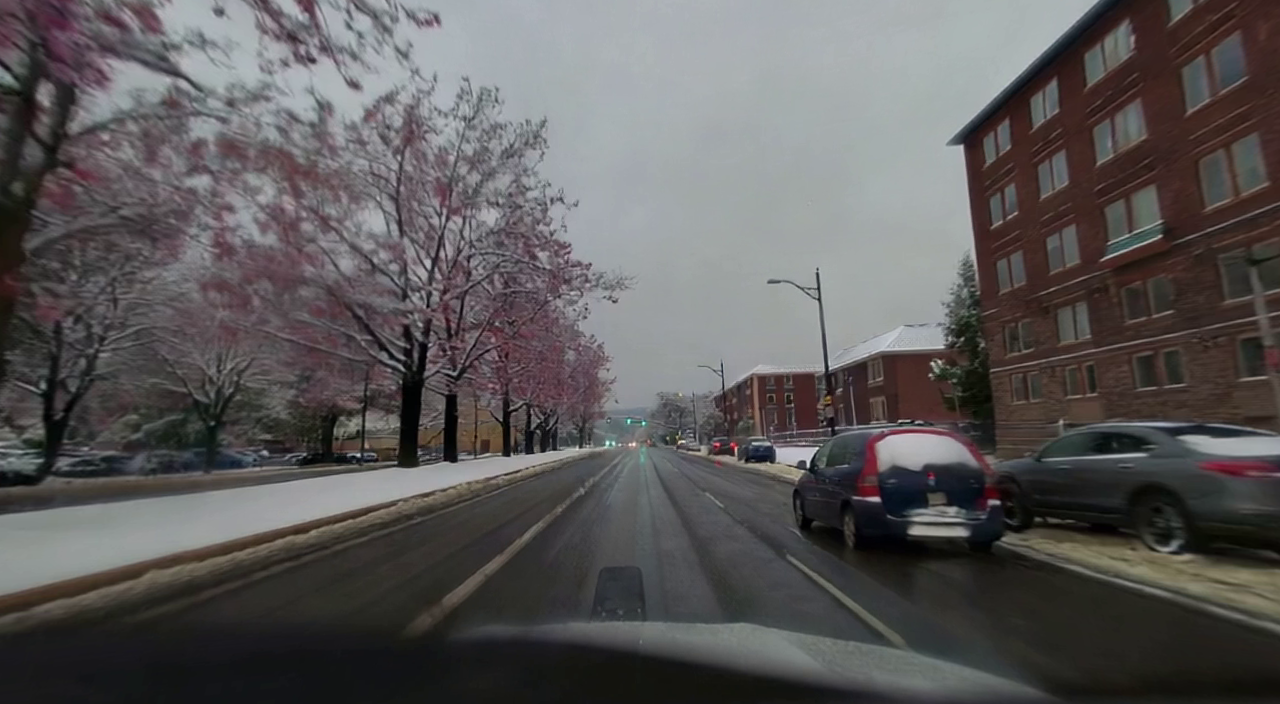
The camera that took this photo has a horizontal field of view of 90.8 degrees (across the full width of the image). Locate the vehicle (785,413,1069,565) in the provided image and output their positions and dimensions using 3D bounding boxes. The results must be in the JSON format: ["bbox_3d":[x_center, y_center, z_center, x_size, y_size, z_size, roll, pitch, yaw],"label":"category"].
[{"bbox_3d":[3.528,1.770,8.912,1.984,1.580,4.413,0,-8,1],"label":"vehicle"}]

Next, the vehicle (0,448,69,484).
[{"bbox_3d":[-34.436,6.128,34.074,5.150,1.807,2.283,-1,-8,5],"label":"vehicle"}]

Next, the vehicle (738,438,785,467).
[{"bbox_3d":[7.263,6.038,38.199,1.940,1.647,4.309,0,-8,-1],"label":"vehicle"}]

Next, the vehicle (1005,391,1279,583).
[{"bbox_3d":[7.221,1.601,8.147,2.118,1.817,4.858,0,-8,1],"label":"vehicle"}]
